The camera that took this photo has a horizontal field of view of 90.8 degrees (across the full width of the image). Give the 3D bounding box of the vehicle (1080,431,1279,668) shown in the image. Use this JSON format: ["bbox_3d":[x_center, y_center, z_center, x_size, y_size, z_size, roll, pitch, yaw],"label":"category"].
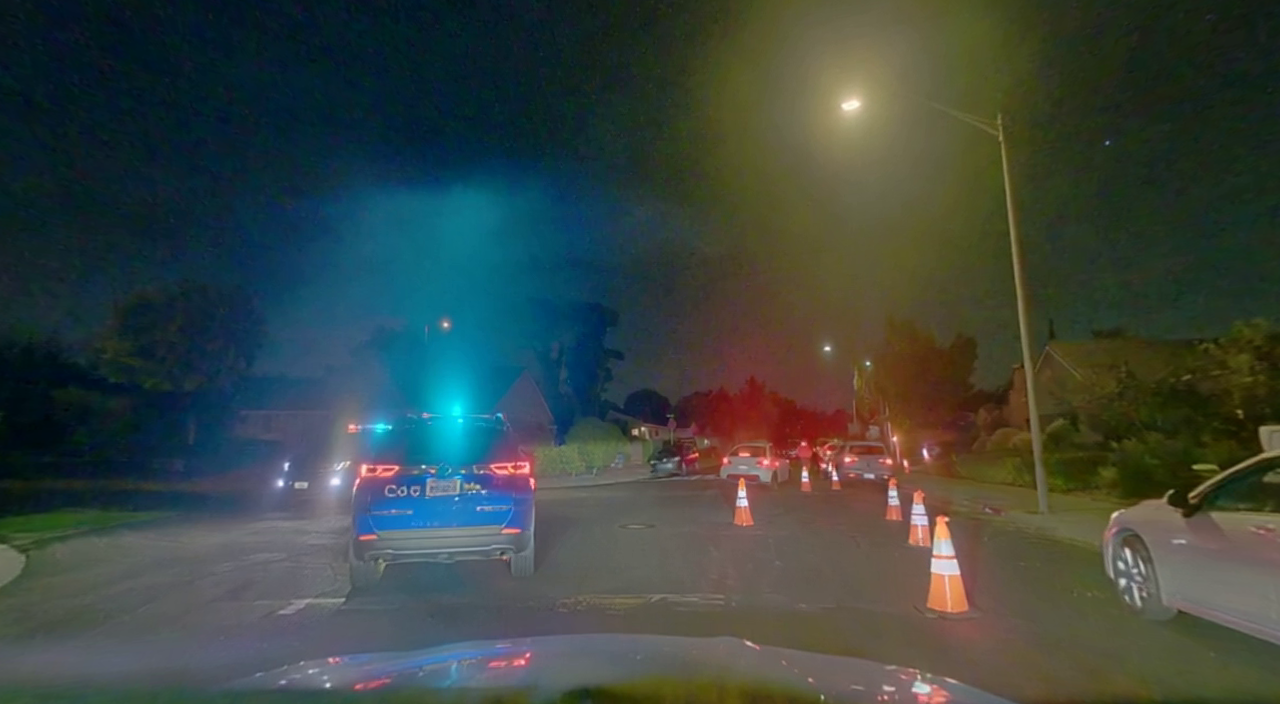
[{"bbox_3d":[4.946,1.226,3.796,1.808,1.490,4.711,-1,-9,9],"label":"vehicle"}]

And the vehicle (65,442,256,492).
[{"bbox_3d":[-15.519,3.682,20.542,5.022,1.497,1.996,-2,-9,11],"label":"vehicle"}]

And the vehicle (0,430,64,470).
[{"bbox_3d":[-31.213,4.783,30.814,1.908,1.898,4.120,-2,-9,10],"label":"vehicle"}]

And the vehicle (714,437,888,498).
[{"bbox_3d":[4.825,3.391,19.062,4.656,1.577,2.099,2,-8,-21],"label":"vehicle"}]

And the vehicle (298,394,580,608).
[{"bbox_3d":[-2.399,1.566,7.579,2.350,1.748,4.094,3,-9,-20],"label":"vehicle"}]

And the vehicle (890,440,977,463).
[{"bbox_3d":[20.399,6.932,44.070,5.066,1.534,1.905,-1,-9,7],"label":"vehicle"}]

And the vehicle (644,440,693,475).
[{"bbox_3d":[1.628,5.659,34.176,2.014,1.742,4.297,-2,-9,11],"label":"vehicle"}]
